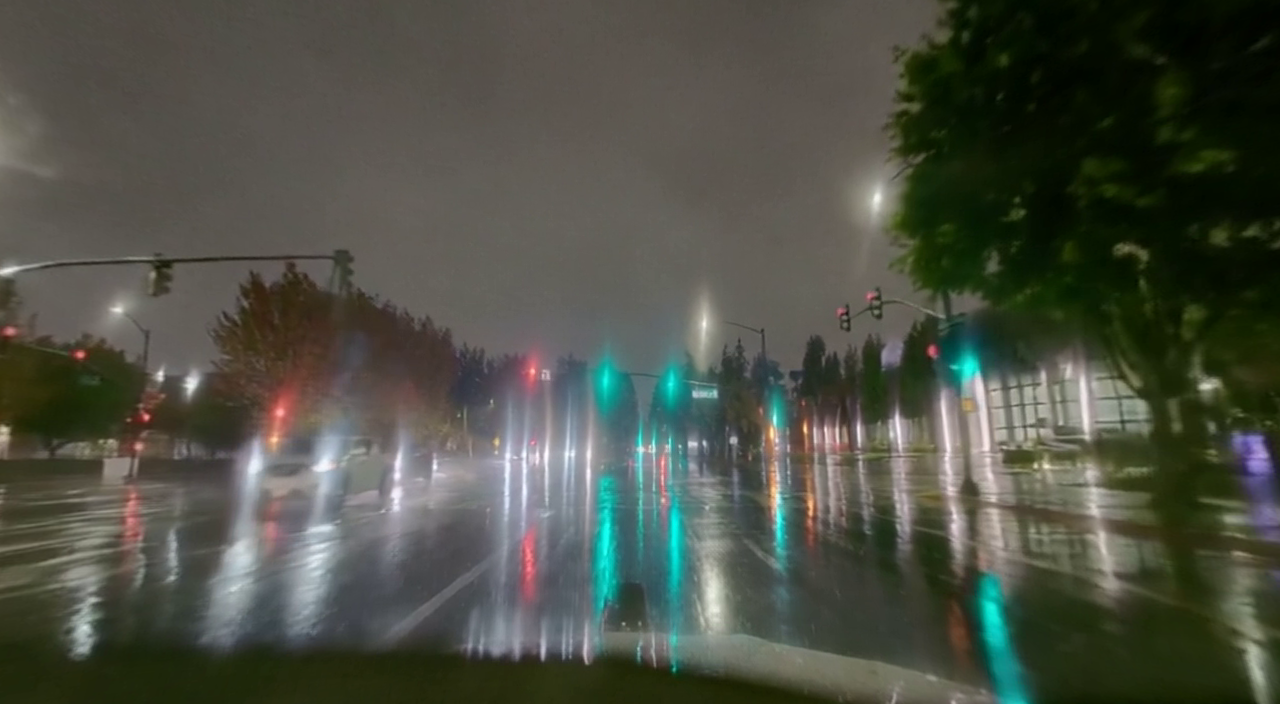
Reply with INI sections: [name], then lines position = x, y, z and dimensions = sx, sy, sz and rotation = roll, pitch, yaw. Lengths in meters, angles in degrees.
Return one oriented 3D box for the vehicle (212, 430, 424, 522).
[vehicle]
position = -6.471, 2.536, 13.457
dimensions = 1.876, 1.570, 4.980
rotation = 0, -9, 0
